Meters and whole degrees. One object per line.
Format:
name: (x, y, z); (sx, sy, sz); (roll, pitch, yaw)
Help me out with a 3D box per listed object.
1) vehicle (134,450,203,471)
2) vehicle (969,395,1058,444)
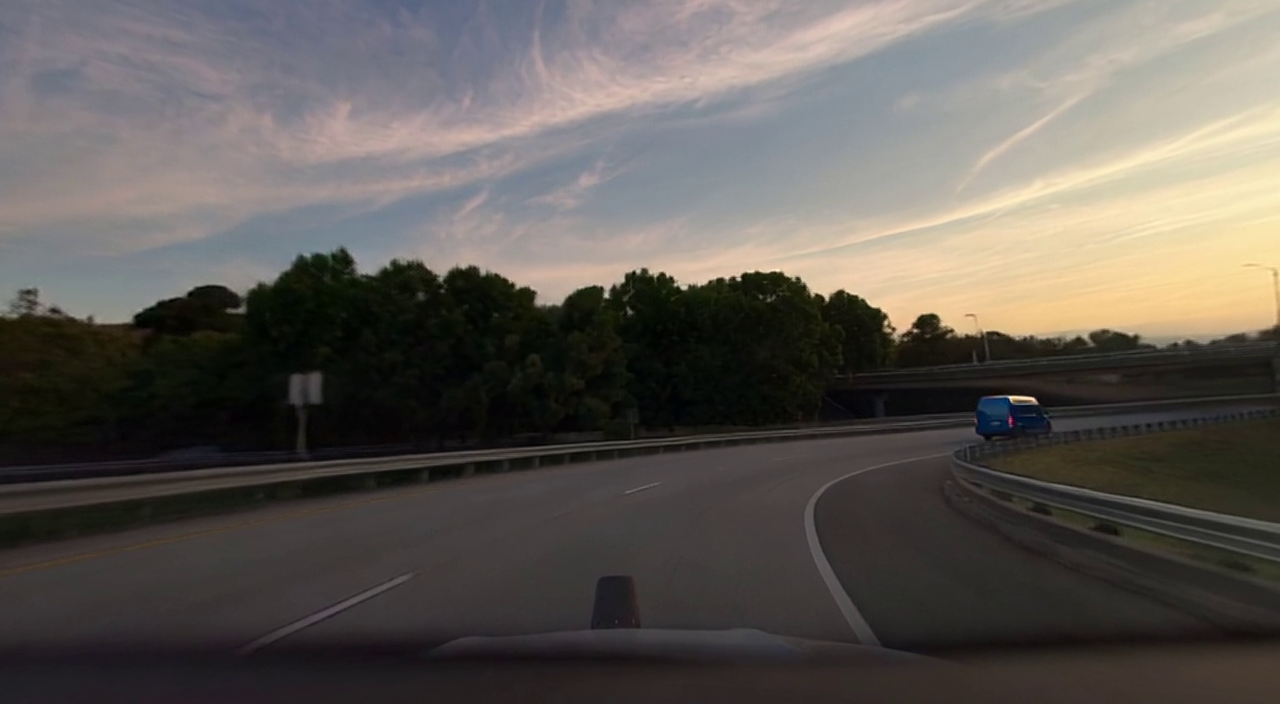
vehicle: (-35.570, 8.163, 47.625); (3.756, 1.464, 1.852); (3, -8, -20)
vehicle: (21.394, 3.911, 36.007); (5.330, 2.577, 2.352); (6, -9, -36)
